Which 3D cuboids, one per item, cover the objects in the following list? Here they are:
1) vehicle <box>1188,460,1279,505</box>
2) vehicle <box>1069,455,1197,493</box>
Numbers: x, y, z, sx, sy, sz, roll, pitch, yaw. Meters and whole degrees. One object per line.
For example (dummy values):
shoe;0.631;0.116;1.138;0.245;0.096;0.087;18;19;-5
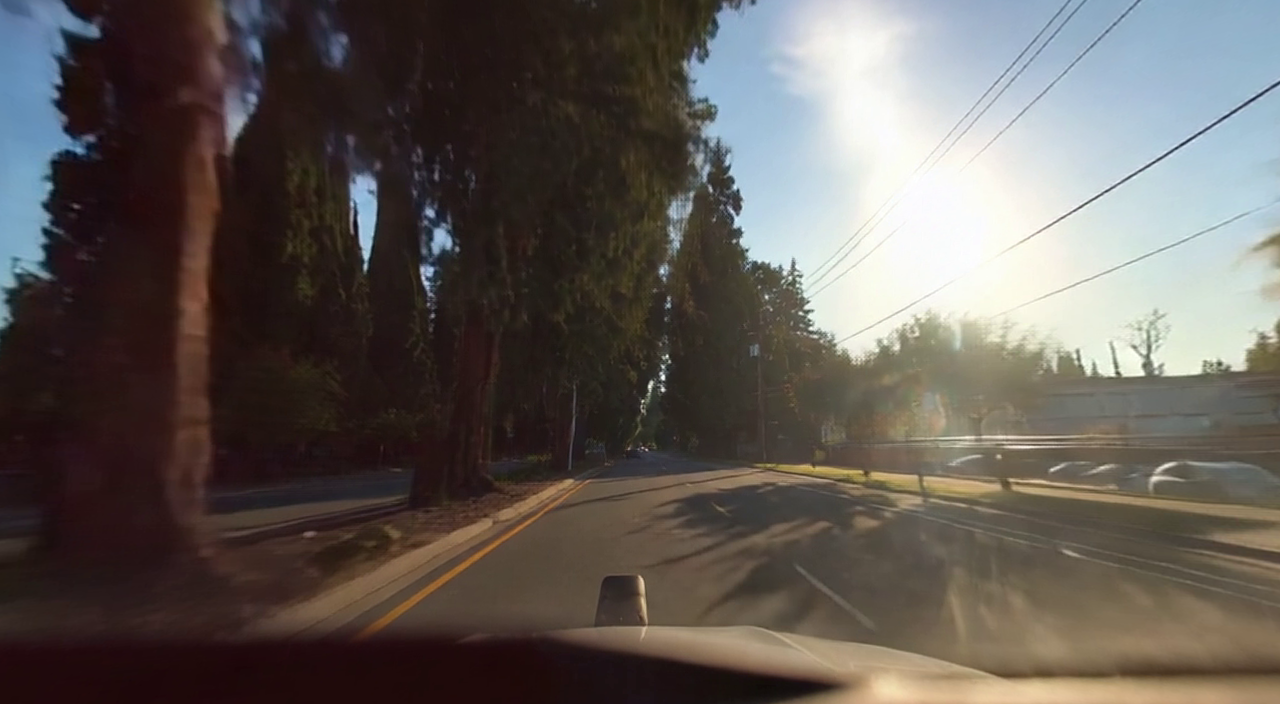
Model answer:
vehicle;24.040;4.962;24.232;4.271;1.542;1.887;0;-8;-3
vehicle;23.787;5.898;30.624;4.519;1.658;1.911;-1;-8;0
